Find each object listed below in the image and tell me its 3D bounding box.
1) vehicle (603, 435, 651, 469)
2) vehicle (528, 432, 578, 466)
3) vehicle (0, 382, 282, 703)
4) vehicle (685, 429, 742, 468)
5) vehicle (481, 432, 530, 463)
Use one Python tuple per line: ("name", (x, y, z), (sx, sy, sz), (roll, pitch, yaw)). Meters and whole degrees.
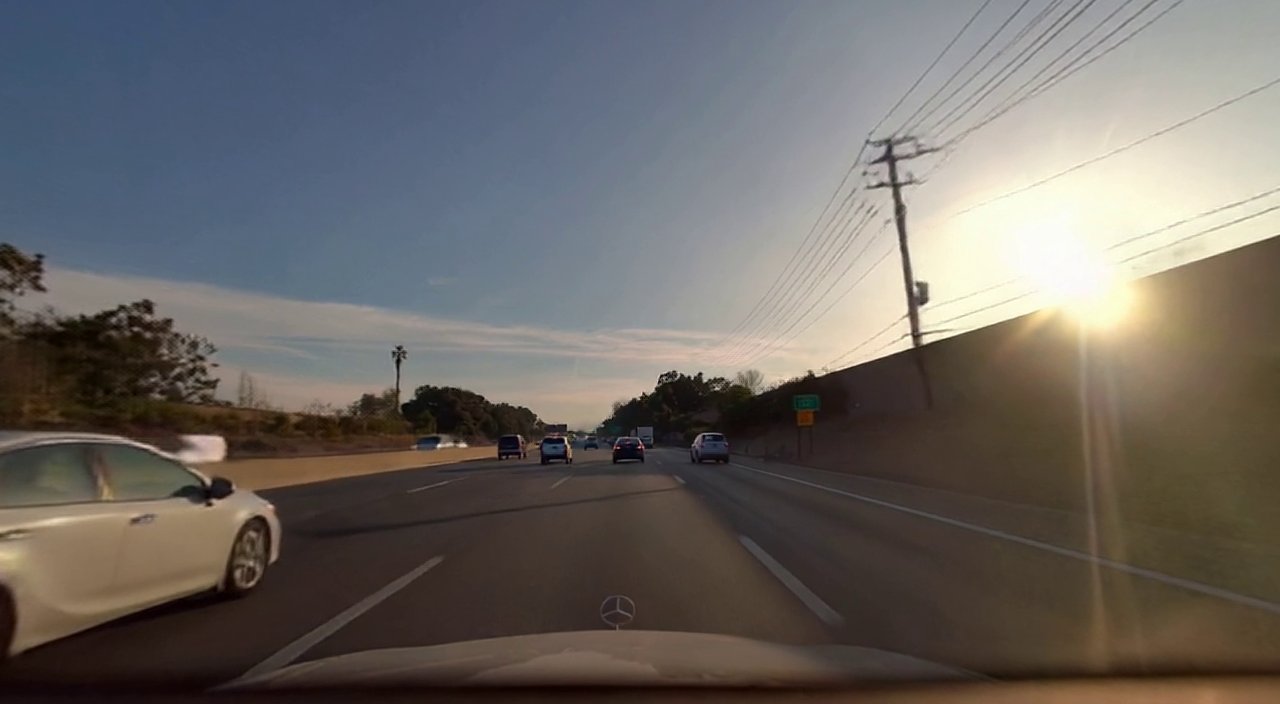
("vehicle", (-0.635, 4.584, 29.152), (2.086, 1.488, 3.440), (0, -8, -2))
("vehicle", (-4.390, 4.940, 32.451), (1.901, 1.601, 4.610), (0, -8, 0))
("vehicle", (-4.185, 1.005, 3.469), (2.004, 1.607, 4.161), (0, -8, -1))
("vehicle", (3.351, 4.508, 29.739), (1.950, 1.695, 4.446), (0, -8, -3))
("vehicle", (-7.842, 5.584, 37.203), (1.980, 1.678, 4.255), (0, -8, 0))
